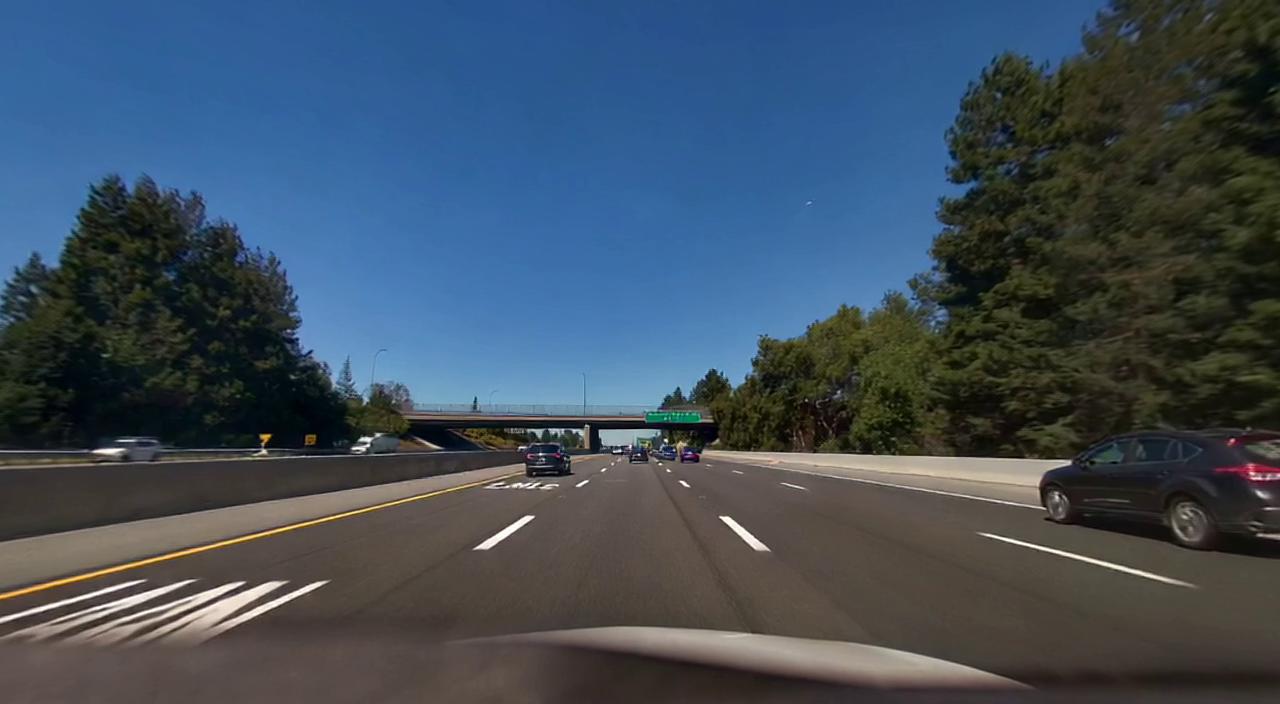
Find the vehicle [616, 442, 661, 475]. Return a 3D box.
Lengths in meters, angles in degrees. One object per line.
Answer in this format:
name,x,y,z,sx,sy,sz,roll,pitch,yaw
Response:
vehicle,-0.077,5.268,31.487,2.075,1.486,4.007,0,-9,0

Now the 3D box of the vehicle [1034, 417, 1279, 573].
vehicle,7.615,1.762,8.422,1.989,1.603,4.126,0,-9,0

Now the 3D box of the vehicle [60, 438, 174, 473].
vehicle,-28.409,5.645,34.599,2.080,1.757,4.892,0,-9,-1

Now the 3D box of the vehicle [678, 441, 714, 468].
vehicle,3.602,6.656,41.111,1.936,1.625,3.991,0,-8,0

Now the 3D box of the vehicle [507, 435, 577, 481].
vehicle,-4.010,4.408,26.589,2.113,1.756,4.471,0,-9,1
